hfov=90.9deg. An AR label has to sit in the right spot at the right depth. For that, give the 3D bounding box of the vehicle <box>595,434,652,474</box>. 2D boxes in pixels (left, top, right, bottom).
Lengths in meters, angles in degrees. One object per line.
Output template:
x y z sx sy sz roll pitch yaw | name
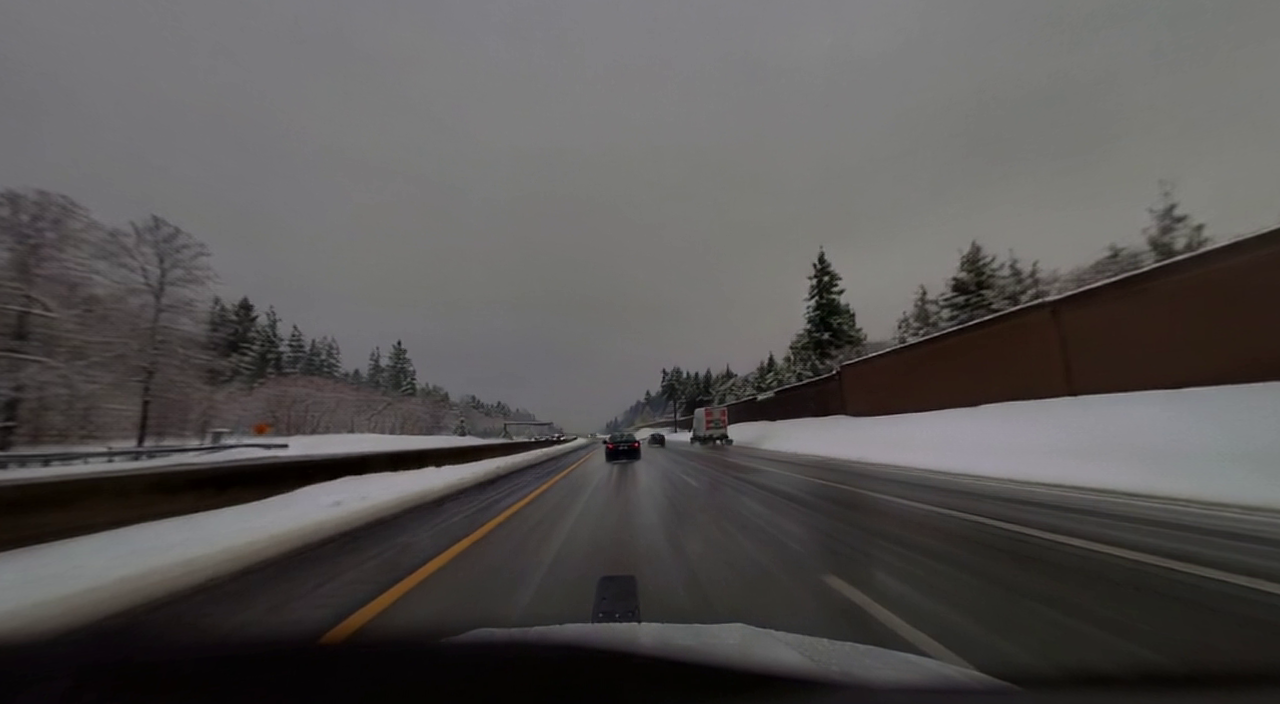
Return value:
-0.696 4.094 25.600 2.119 1.480 4.000 0 -8 -2 | vehicle
